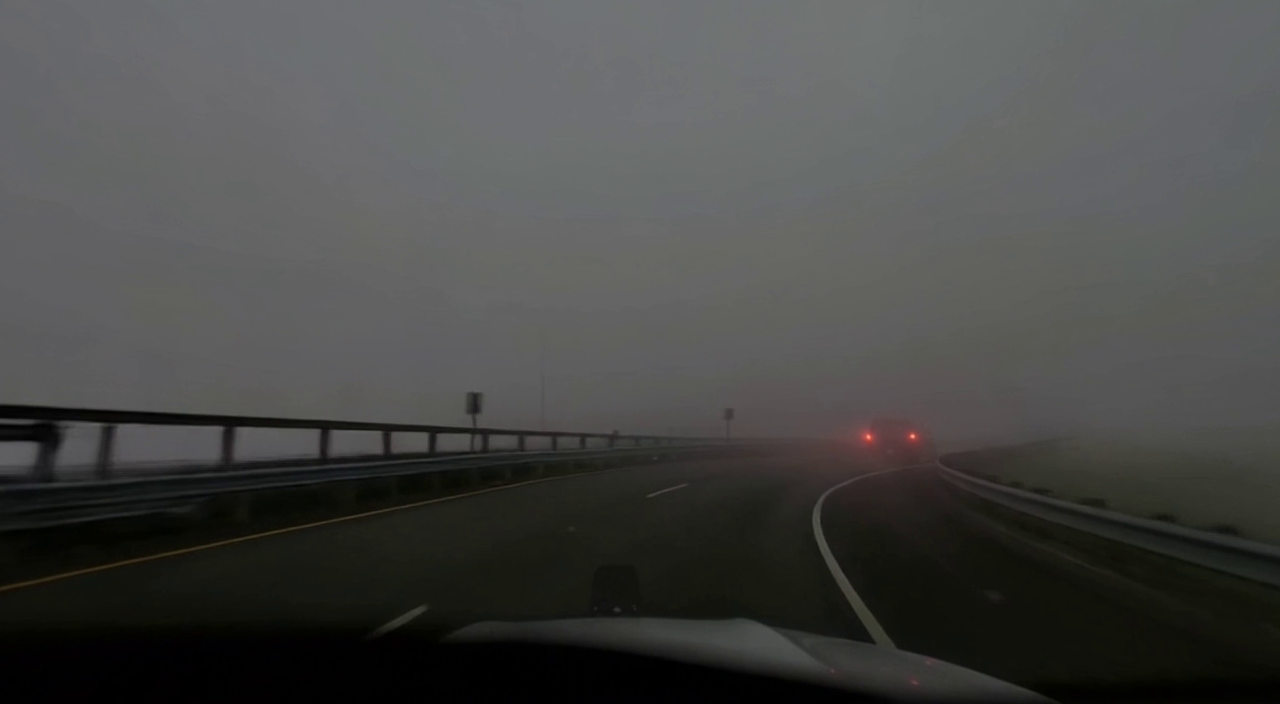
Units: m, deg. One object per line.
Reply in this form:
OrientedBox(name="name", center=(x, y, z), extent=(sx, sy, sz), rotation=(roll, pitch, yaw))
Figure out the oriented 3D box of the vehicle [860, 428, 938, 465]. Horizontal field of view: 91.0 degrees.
OrientedBox(name="vehicle", center=(11.610, 4.174, 28.053), extent=(2.028, 1.440, 3.970), rotation=(-3, -8, 42))
